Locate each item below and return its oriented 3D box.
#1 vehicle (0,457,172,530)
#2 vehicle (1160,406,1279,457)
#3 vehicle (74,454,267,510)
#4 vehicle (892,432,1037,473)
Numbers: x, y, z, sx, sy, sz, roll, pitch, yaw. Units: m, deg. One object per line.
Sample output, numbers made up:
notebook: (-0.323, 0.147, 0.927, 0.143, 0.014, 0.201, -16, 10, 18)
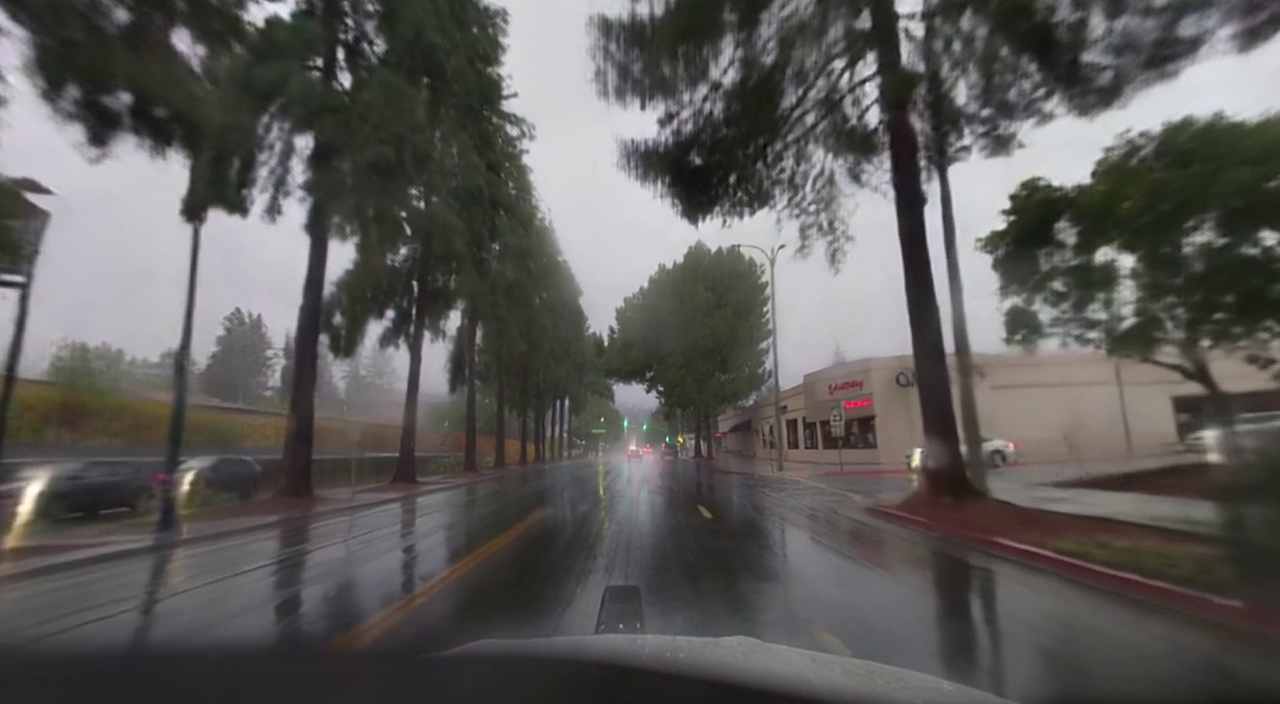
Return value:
vehicle: (-15.309, 3.628, 16.445, 4.579, 1.701, 2.033, 0, -9, 1)
vehicle: (25.110, 3.245, 25.947, 5.444, 1.901, 2.250, -2, -9, -2)
vehicle: (-15.952, 4.413, 21.708, 4.870, 1.762, 2.152, 0, -9, 0)
vehicle: (12.116, 3.790, 23.871, 4.404, 1.445, 1.844, -1, -9, 7)
